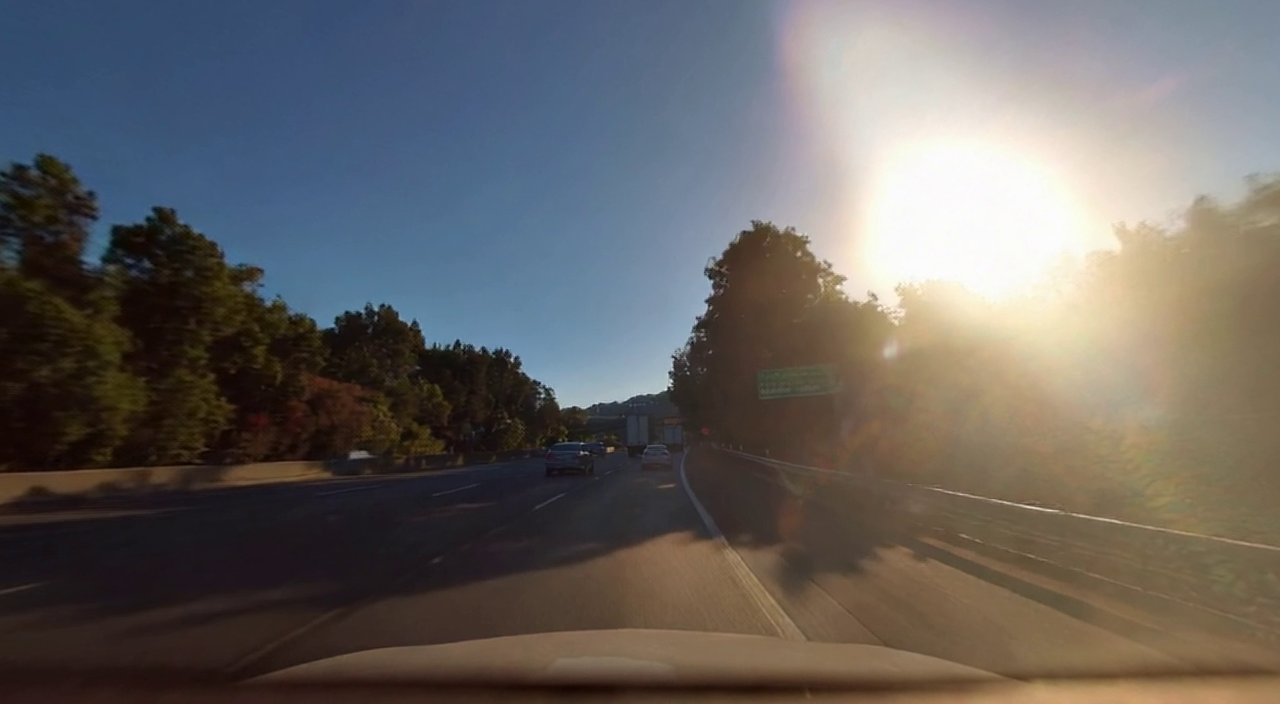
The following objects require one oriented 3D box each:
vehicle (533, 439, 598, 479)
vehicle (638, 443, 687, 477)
[{"bbox_3d":[-3.026,4.488,26.684,1.916,1.486,4.631,0,-9,4],"label":"vehicle"},{"bbox_3d":[0.988,4.676,27.601,1.984,1.365,3.767,0,-9,2],"label":"vehicle"}]
